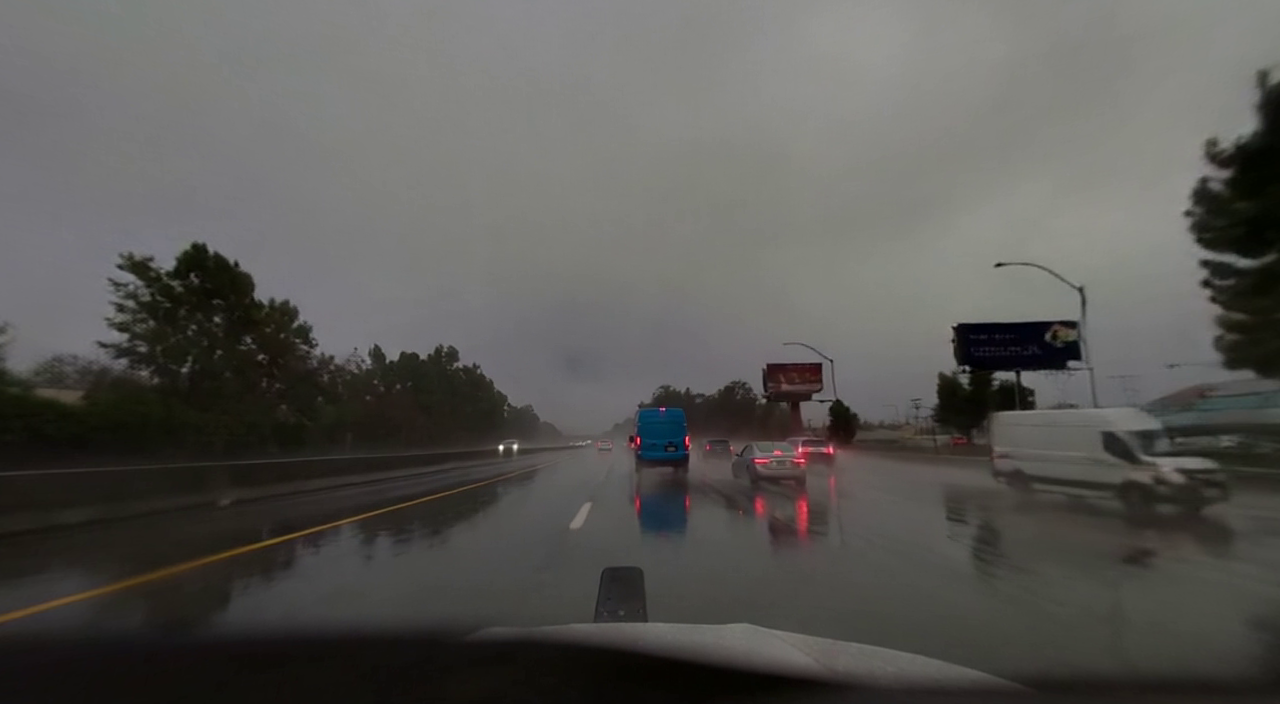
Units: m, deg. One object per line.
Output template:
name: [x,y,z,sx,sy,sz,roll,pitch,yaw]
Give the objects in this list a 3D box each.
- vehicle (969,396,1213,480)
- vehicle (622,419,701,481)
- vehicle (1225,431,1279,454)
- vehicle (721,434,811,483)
vehicle: [17.286,3.490,25.275,3.113,2.773,8.752,0,-8,-2]
vehicle: [0.654,3.716,24.004,2.546,2.087,5.404,0,-8,-3]
vehicle: [47.533,6.837,47.332,4.842,1.681,2.070,1,-8,-5]
vehicle: [4.145,3.574,21.334,2.099,1.510,3.784,0,-8,-2]
